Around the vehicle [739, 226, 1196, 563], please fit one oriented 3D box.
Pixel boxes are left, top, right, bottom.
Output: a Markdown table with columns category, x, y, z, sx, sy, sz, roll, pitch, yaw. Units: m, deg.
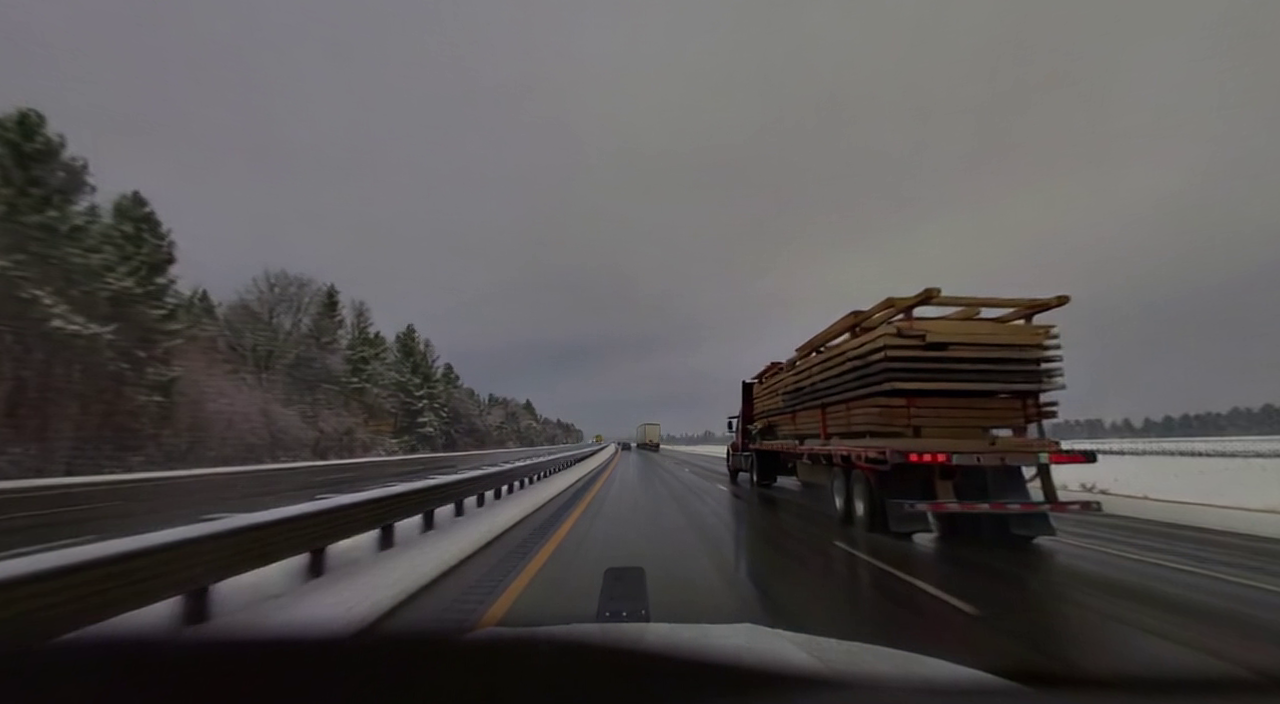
| category | x | y | z | sx | sy | sz | roll | pitch | yaw |
| --- | --- | --- | --- | --- | --- | --- | --- | --- | --- |
| vehicle | 4.890 | 1.465 | 14.418 | 2.914 | 4.000 | 14.078 | 0 | -8 | 0 |
